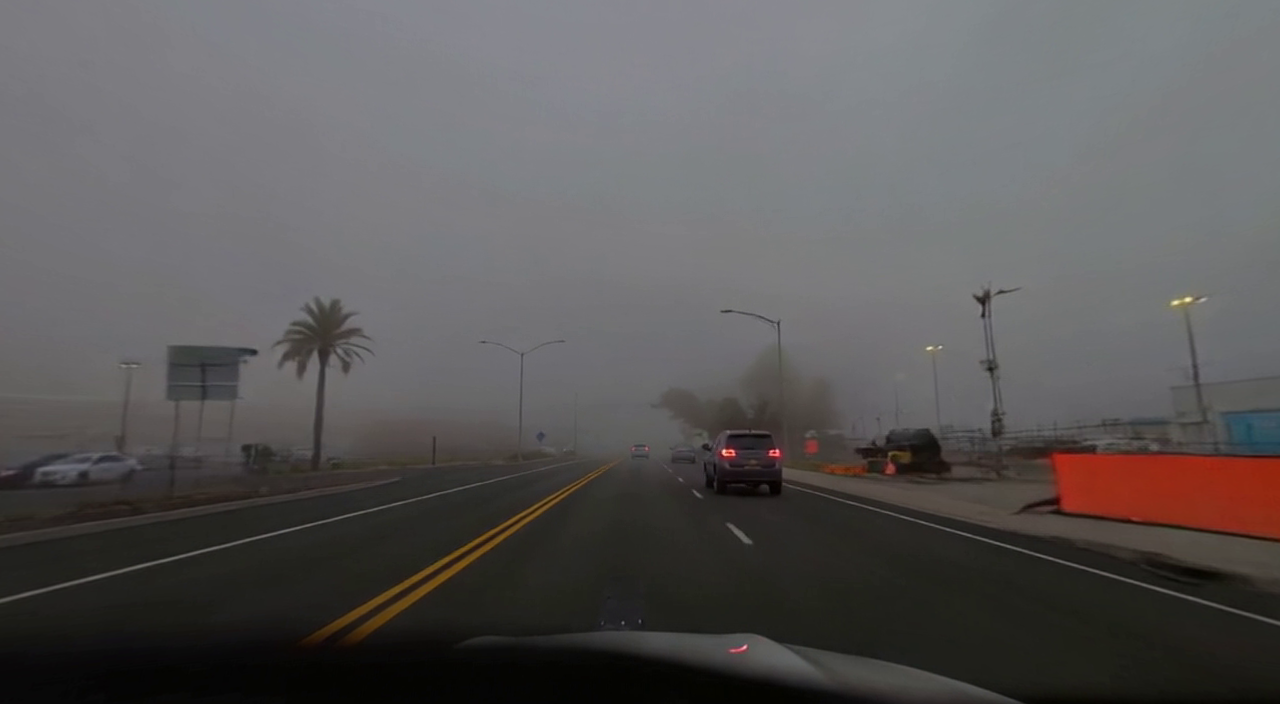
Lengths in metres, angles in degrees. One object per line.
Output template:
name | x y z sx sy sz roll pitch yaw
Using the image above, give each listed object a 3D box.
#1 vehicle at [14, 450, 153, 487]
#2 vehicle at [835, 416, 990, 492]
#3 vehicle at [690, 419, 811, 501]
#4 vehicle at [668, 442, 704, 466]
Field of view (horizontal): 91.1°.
vehicle | -24.865 5.196 28.355 1.911 1.489 4.779 0 -8 0
vehicle | 10.798 4.132 25.984 2.799 2.593 7.710 0 -8 -1
vehicle | 2.892 3.020 18.005 2.386 1.970 5.665 0 -8 -1
vehicle | 3.126 7.081 43.861 2.148 1.562 4.642 0 -8 0
